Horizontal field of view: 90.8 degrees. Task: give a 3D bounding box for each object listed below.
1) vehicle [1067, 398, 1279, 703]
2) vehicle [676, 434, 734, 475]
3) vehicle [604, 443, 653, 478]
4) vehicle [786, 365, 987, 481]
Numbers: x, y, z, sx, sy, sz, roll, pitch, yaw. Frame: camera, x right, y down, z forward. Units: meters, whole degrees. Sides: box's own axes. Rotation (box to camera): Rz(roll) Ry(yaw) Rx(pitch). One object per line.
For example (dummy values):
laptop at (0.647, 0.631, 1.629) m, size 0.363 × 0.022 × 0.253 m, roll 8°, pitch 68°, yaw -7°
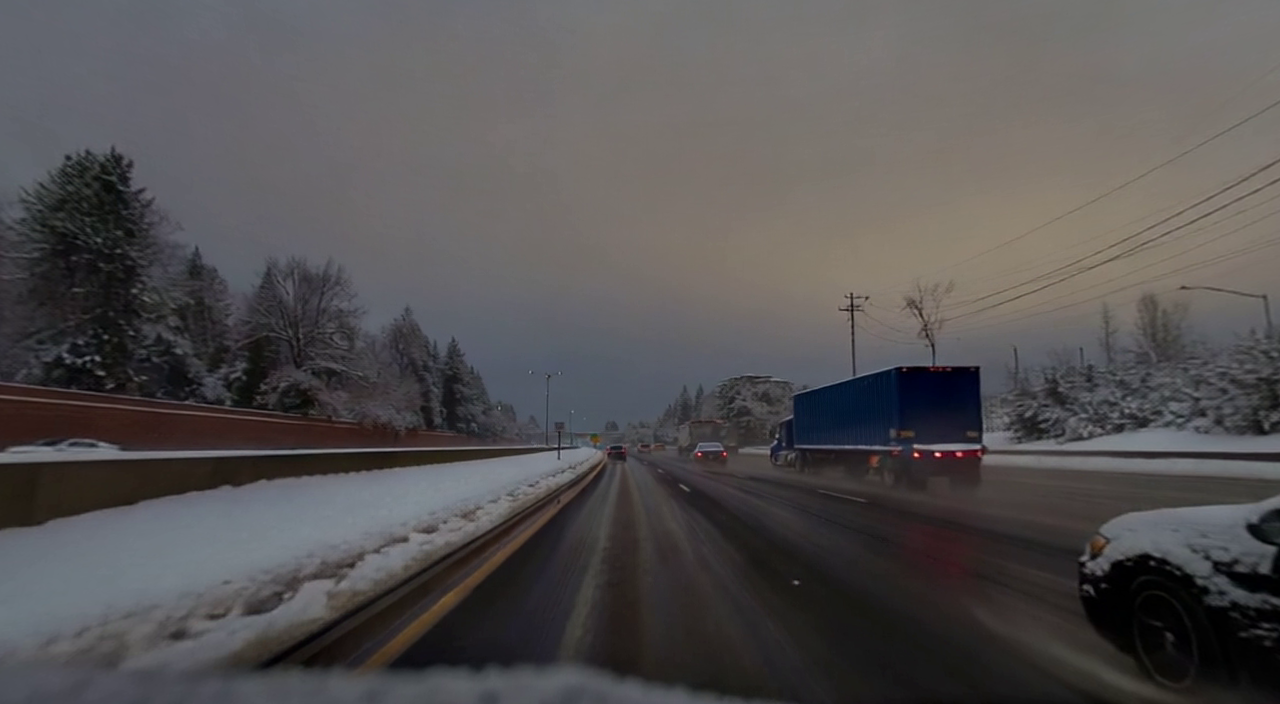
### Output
vehicle at (3.521, 0.784, 1.600) m, size 1.922 × 1.465 × 4.165 m, roll 0°, pitch -9°, yaw 0°
vehicle at (3.052, 4.972, 30.859) m, size 2.114 × 1.849 × 4.692 m, roll 0°, pitch -9°, yaw -3°
vehicle at (-0.561, 4.928, 29.015) m, size 2.083 × 1.477 × 3.965 m, roll 0°, pitch -9°, yaw -2°
vehicle at (10.633, 3.686, 30.451) m, size 2.914 × 4.134 × 15.553 m, roll 0°, pitch -9°, yaw -2°
